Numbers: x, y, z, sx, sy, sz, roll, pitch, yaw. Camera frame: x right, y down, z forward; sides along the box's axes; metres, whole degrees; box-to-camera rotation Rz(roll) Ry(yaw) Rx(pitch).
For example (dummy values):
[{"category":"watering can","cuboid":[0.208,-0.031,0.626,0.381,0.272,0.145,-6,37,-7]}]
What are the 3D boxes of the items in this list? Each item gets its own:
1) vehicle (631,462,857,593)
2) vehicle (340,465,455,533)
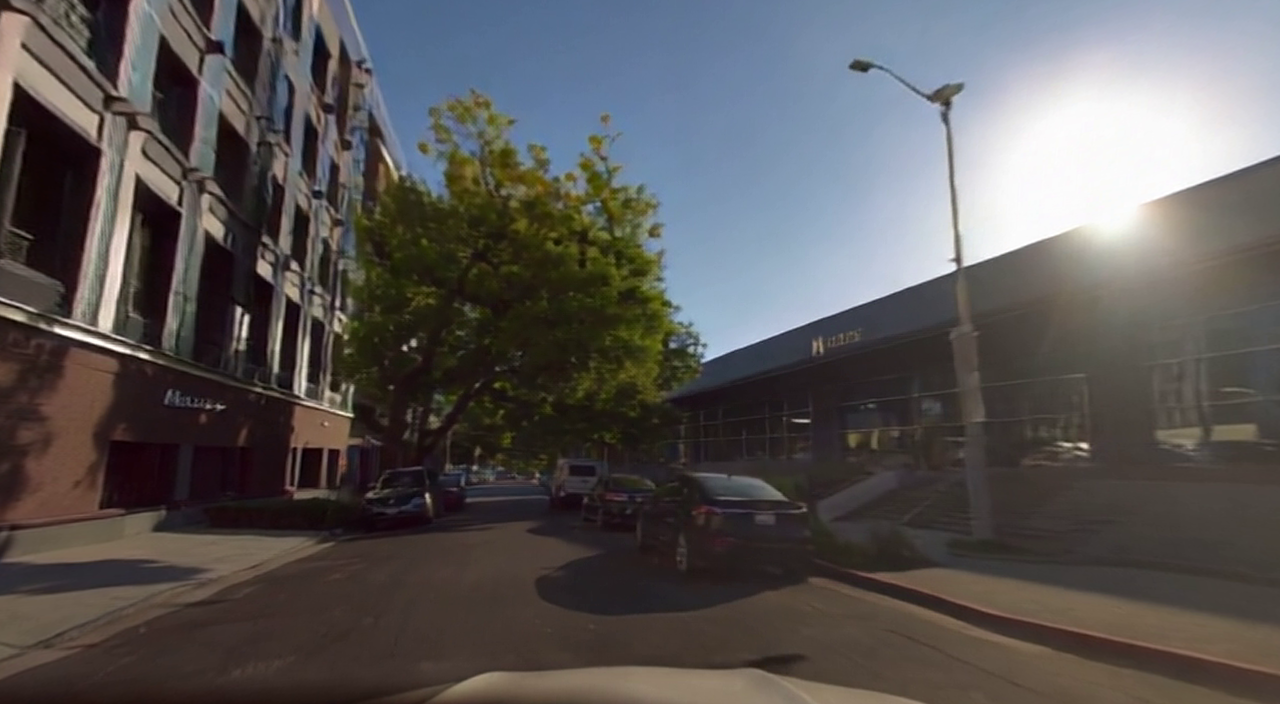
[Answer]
[{"category":"vehicle","cuboid":[1.243,2.465,9.537,1.889,1.482,4.118,4,-11,-13]},{"category":"vehicle","cuboid":[-6.032,3.715,16.264,2.018,1.461,4.413,3,-11,-12]}]
